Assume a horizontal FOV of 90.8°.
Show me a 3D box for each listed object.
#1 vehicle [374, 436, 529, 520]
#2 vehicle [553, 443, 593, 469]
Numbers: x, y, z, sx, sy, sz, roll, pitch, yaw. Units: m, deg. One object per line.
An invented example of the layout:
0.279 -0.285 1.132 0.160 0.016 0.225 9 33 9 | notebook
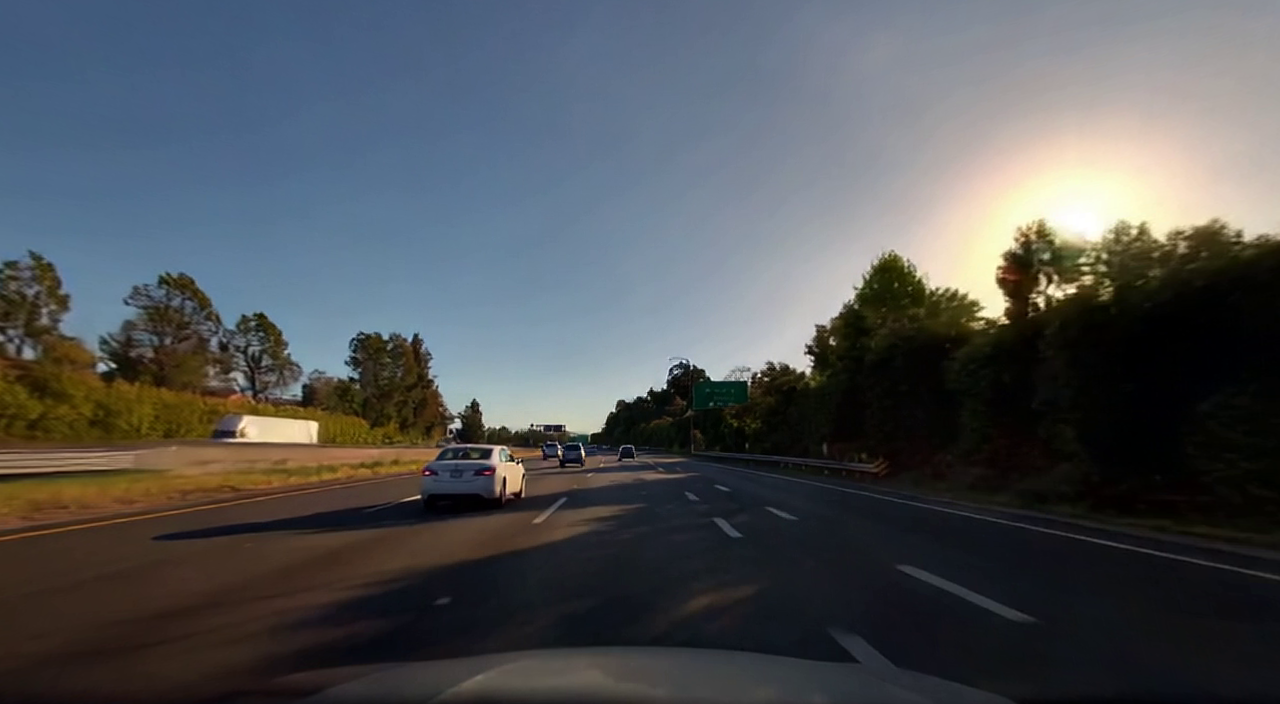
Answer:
-3.822 2.621 13.758 2.025 1.506 4.429 0 -8 0 | vehicle
-4.056 6.397 38.951 2.068 1.501 4.395 0 -8 -1 | vehicle
